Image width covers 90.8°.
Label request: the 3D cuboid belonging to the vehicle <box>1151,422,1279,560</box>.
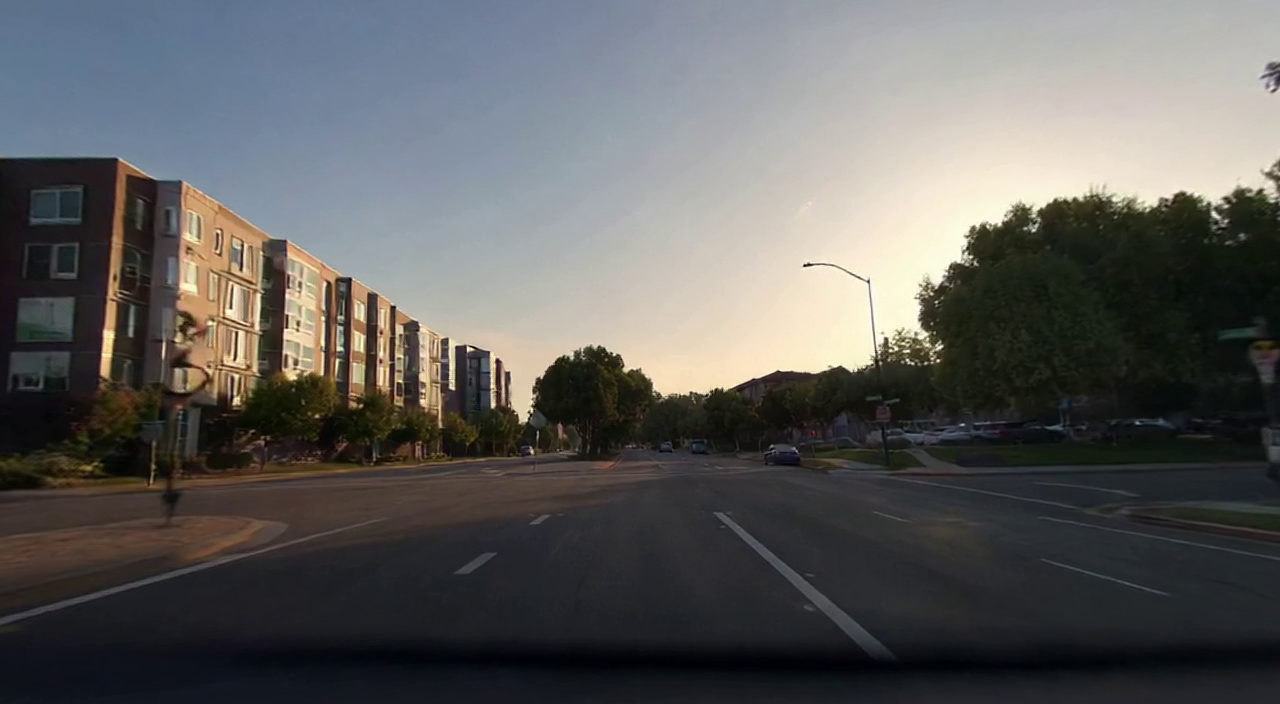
[{"bbox_3d":[9.345,1.736,7.762,2.059,1.768,4.737,0,-9,-1],"label":"vehicle"}]

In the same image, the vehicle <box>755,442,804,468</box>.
[{"bbox_3d":[10.001,7.393,45.581,2.065,1.732,5.036,1,-9,-4],"label":"vehicle"}]
